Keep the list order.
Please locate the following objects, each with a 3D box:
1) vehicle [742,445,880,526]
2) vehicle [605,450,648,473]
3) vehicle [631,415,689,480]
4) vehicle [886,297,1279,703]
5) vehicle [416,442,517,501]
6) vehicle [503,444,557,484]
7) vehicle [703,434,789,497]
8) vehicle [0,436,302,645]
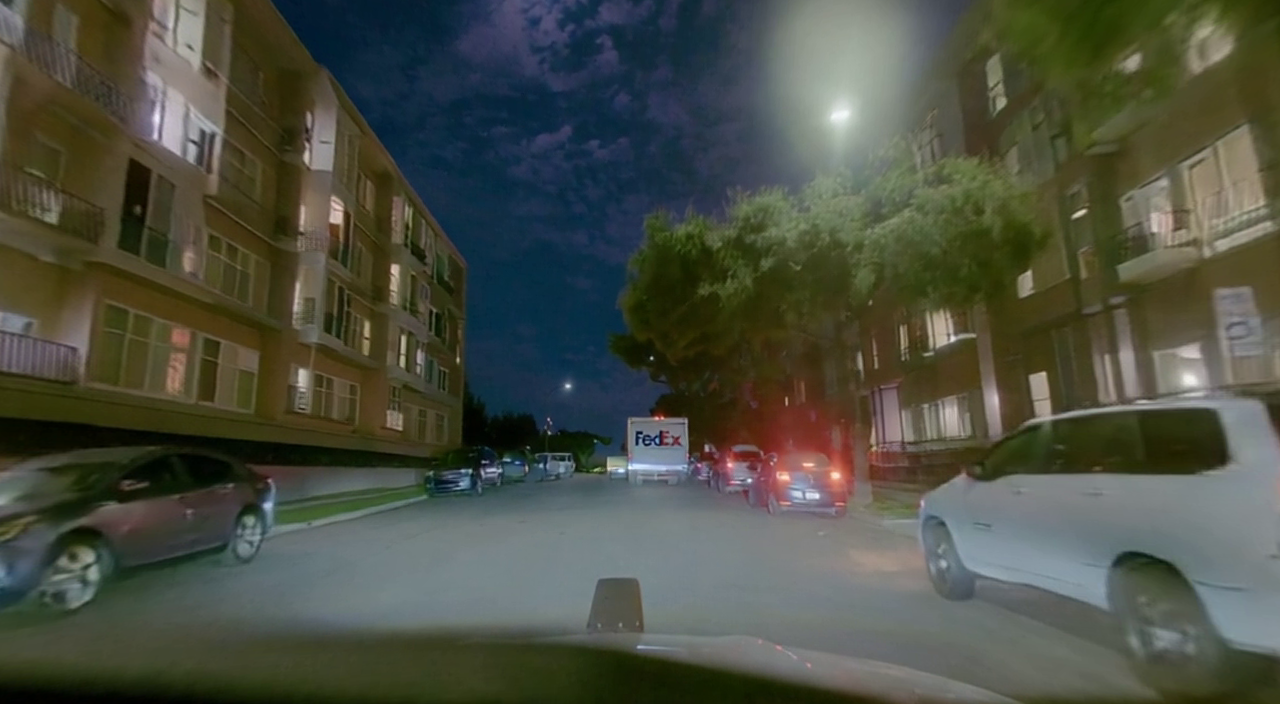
[{"bbox_3d":[3.594,2.854,14.193,1.877,1.500,4.407,0,-8,1],"label":"vehicle"},{"bbox_3d":[-0.910,7.573,43.920,1.981,1.500,3.992,-2,-9,14],"label":"vehicle"},{"bbox_3d":[0.962,5.423,36.005,2.930,3.275,8.180,0,-8,-1],"label":"vehicle"},{"bbox_3d":[3.640,1.021,4.236,2.099,2.018,4.087,0,-9,-3],"label":"vehicle"},{"bbox_3d":[-5.678,3.937,21.302,2.089,1.757,4.256,-1,-8,2],"label":"vehicle"},{"bbox_3d":[-5.567,5.716,32.526,2.020,1.867,4.654,0,-8,-1],"label":"vehicle"},{"bbox_3d":[3.701,4.088,23.268,2.221,1.991,5.564,0,-9,0],"label":"vehicle"},{"bbox_3d":[-5.695,1.694,6.588,1.888,1.546,4.306,0,-8,1],"label":"vehicle"}]
